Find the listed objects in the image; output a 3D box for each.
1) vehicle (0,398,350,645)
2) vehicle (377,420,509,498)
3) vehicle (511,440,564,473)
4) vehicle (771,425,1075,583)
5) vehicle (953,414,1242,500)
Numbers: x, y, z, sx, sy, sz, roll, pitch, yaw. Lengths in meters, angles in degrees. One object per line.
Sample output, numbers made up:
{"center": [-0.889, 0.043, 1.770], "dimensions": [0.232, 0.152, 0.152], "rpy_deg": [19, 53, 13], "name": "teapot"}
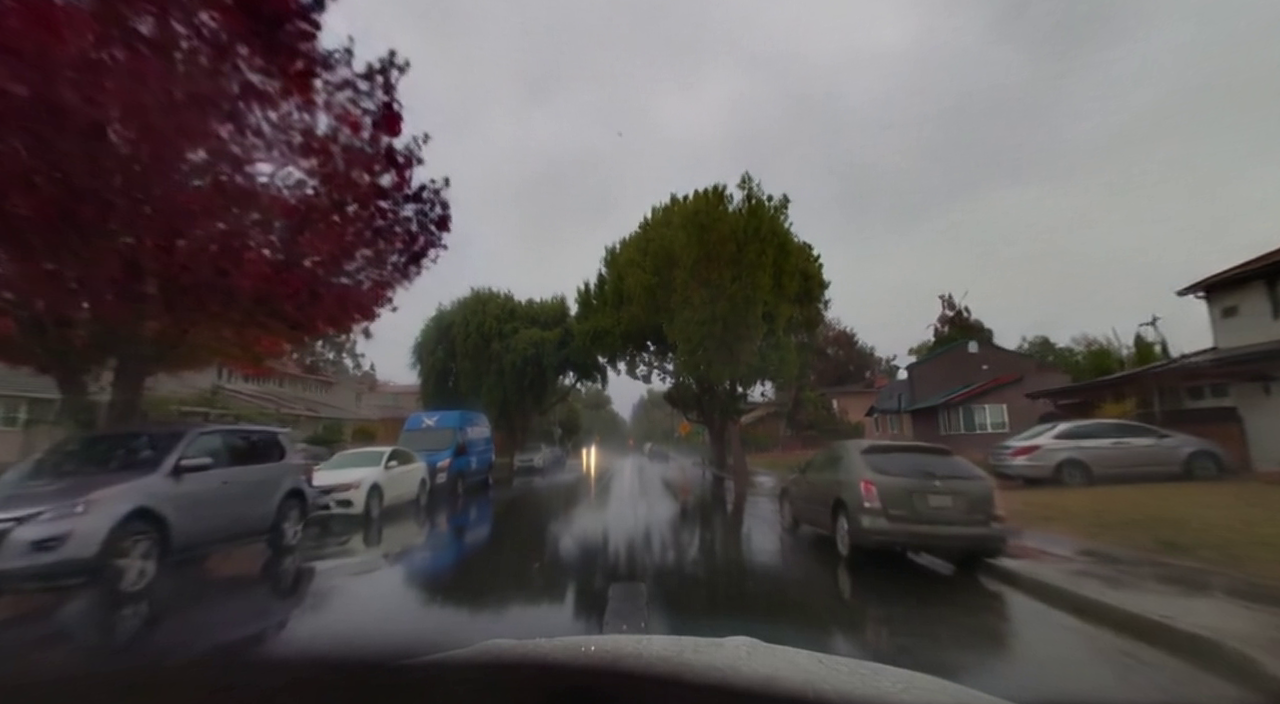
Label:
{"center": [-5.460, 1.596, 7.122], "dimensions": [2.090, 1.855, 4.494], "rpy_deg": [0, -8, 2], "name": "vehicle"}
{"center": [-5.705, 3.174, 19.197], "dimensions": [2.315, 2.008, 5.343], "rpy_deg": [0, -8, 0], "name": "vehicle"}
{"center": [-5.235, 5.382, 32.683], "dimensions": [2.038, 1.571, 4.524], "rpy_deg": [0, -8, -1], "name": "vehicle"}
{"center": [3.223, 1.790, 8.435], "dimensions": [1.945, 1.514, 4.552], "rpy_deg": [0, -8, 0], "name": "vehicle"}
{"center": [9.201, 2.127, 12.989], "dimensions": [4.365, 1.597, 2.112], "rpy_deg": [1, -8, -4], "name": "vehicle"}
